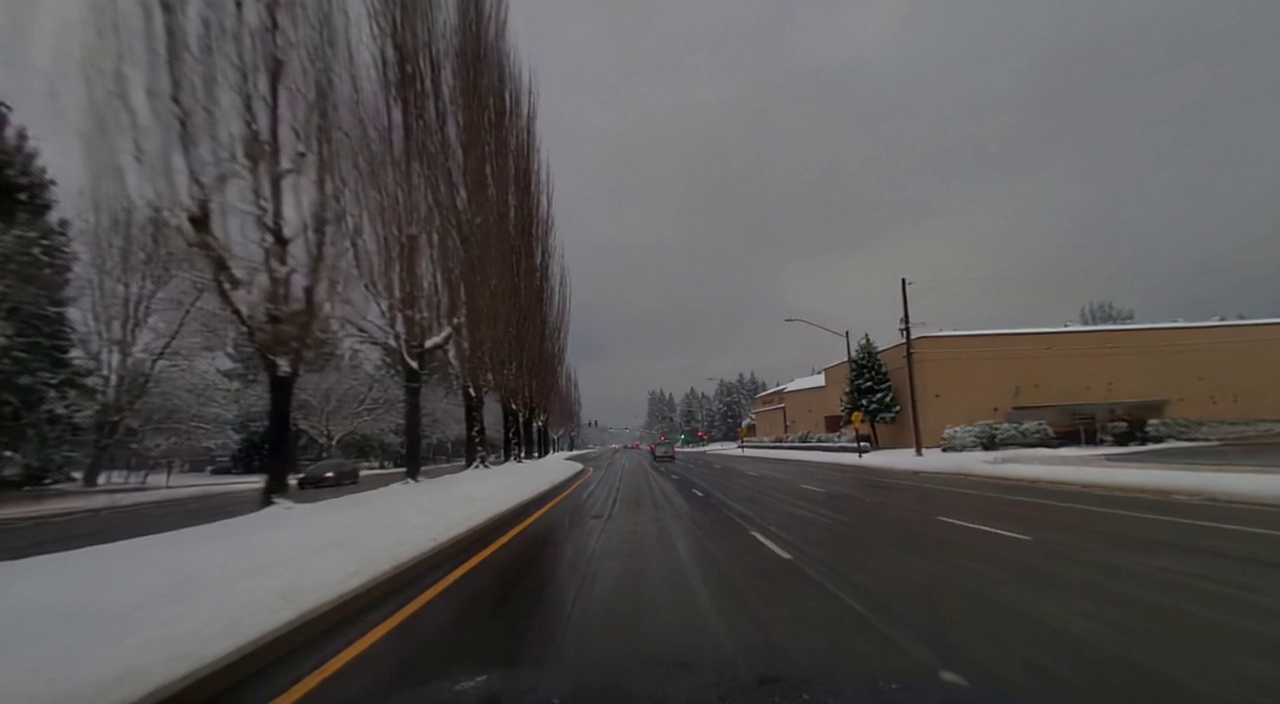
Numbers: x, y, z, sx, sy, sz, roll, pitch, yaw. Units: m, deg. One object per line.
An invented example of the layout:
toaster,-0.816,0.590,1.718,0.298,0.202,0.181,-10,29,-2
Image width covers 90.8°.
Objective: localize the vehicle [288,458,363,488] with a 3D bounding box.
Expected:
vehicle,-18.167,7.001,36.765,1.914,1.524,4.768,0,-9,-1
